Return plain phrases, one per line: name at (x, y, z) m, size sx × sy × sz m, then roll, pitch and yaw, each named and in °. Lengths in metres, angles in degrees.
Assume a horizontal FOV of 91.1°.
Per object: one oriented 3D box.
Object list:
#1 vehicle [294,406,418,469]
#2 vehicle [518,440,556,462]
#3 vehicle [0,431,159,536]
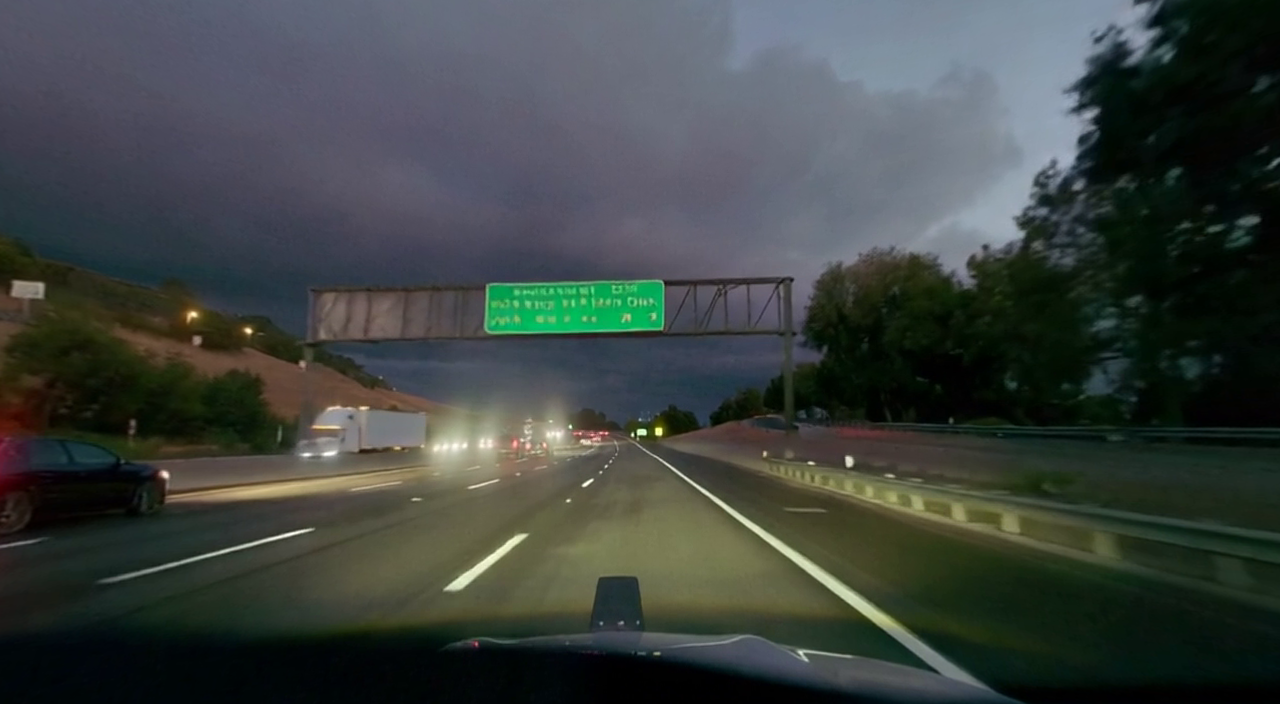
vehicle at (-18.216, 5.739, 41.584) m, size 3.018 × 3.568 × 11.385 m, roll 0°, pitch -9°, yaw -1°
vehicle at (-7.560, 7.339, 46.563) m, size 2.113 × 1.507 × 4.450 m, roll 0°, pitch -9°, yaw 0°
vehicle at (-11.003, 2.199, 10.689) m, size 2.001 × 1.625 × 4.528 m, roll 0°, pitch -9°, yaw 0°
